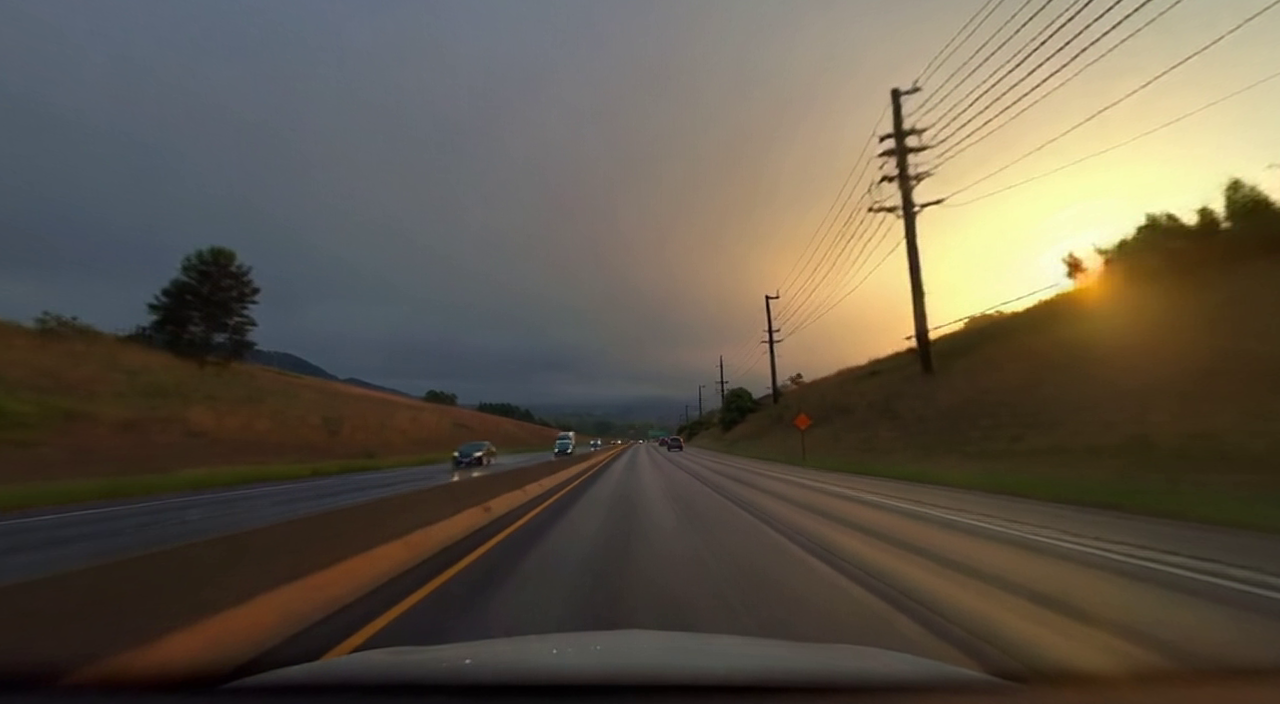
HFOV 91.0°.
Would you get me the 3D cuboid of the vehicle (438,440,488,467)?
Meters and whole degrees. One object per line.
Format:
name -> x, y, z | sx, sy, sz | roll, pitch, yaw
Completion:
vehicle -> -11.471, 6.608, 41.108 | 1.954, 1.613, 4.429 | -1, -8, 0
